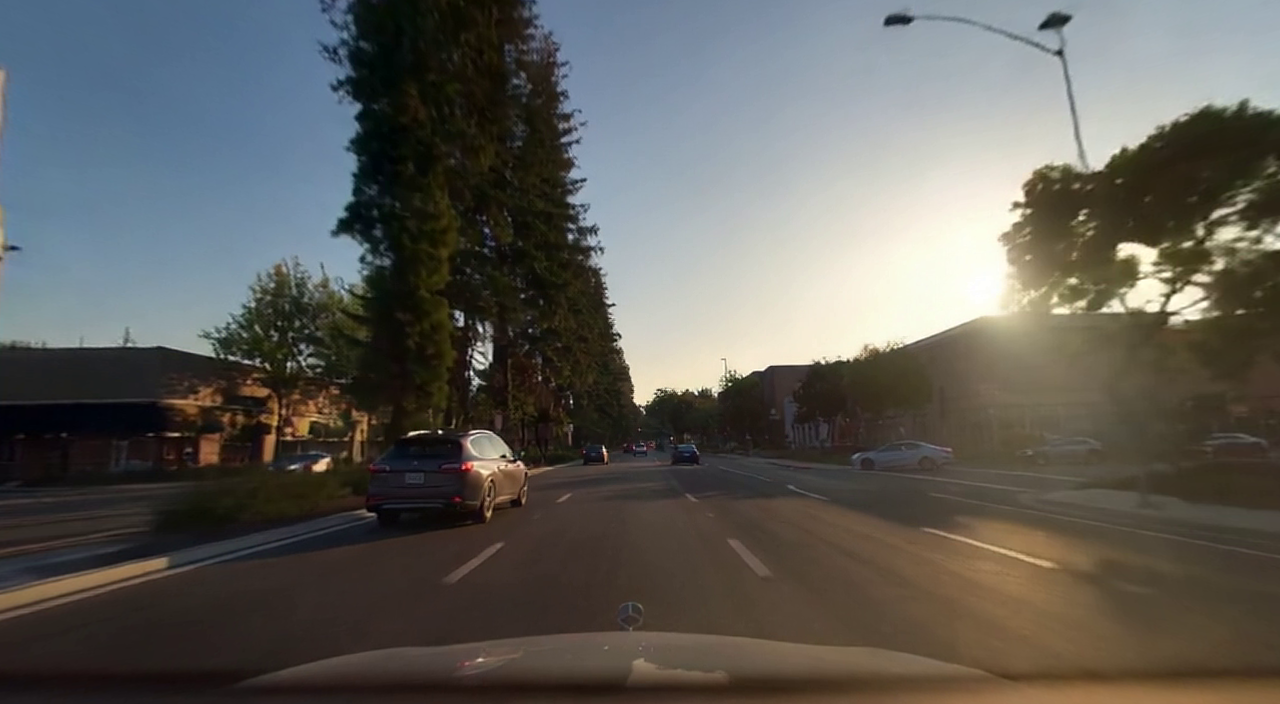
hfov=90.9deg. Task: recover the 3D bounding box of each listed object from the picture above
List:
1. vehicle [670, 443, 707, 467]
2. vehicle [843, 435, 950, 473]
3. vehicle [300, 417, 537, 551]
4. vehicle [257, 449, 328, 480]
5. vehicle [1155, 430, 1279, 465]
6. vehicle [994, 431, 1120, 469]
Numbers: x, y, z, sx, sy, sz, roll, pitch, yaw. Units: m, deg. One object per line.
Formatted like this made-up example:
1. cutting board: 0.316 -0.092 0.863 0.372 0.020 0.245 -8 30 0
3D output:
1. vehicle: 3.165 6.817 42.061 2.087 1.506 4.276 0 -8 0
2. vehicle: 12.691 5.117 31.517 4.515 1.599 1.968 -4 -10 10
3. vehicle: -3.146 1.982 10.204 2.121 1.656 4.559 0 -8 1
4. vehicle: -21.261 6.860 38.800 1.841 1.722 4.490 0 -8 0
5. vehicle: 28.771 4.717 31.218 4.759 1.666 1.941 0 -9 -1
6. vehicle: 20.655 4.866 31.379 4.691 1.626 1.989 -3 -9 3
